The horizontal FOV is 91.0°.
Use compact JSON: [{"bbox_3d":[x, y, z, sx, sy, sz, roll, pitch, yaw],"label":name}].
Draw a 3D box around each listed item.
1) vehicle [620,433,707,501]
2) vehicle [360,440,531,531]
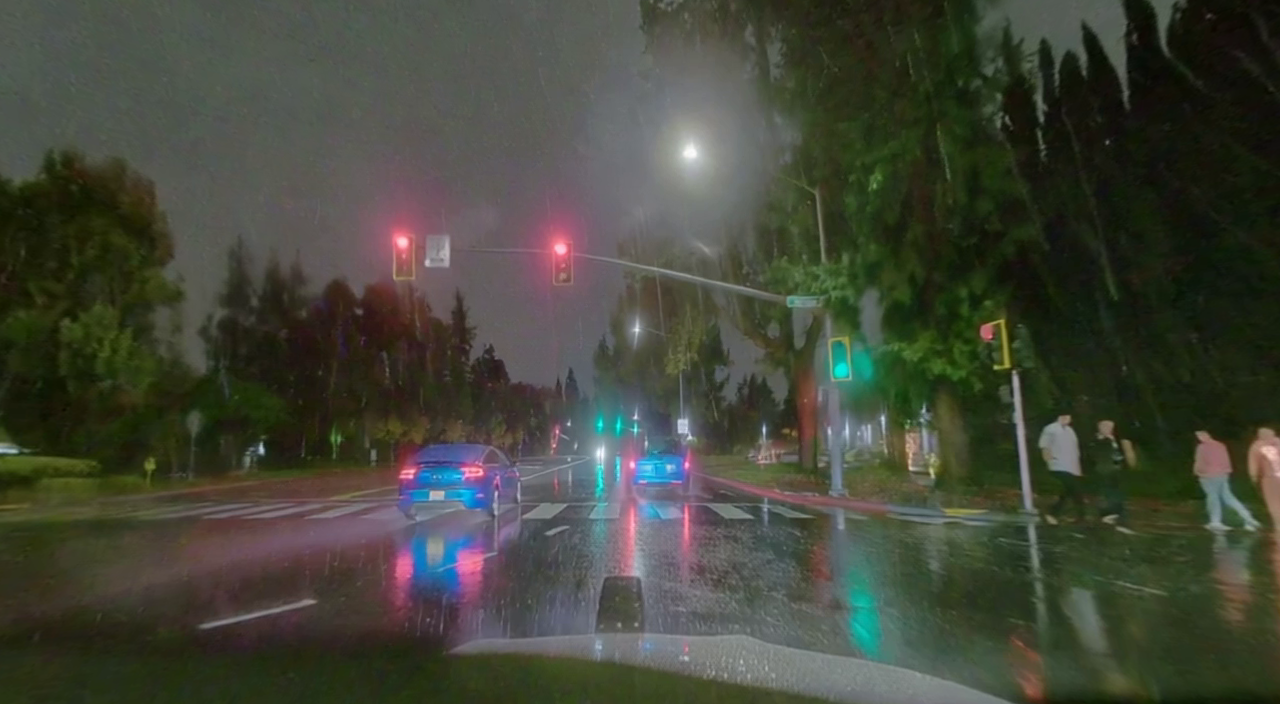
[{"bbox_3d":[0.563,3.417,19.165,2.215,1.799,4.426,0,-8,-3],"label":"vehicle"},{"bbox_3d":[-3.506,2.468,12.270,2.036,1.447,4.044,0,-8,0],"label":"vehicle"}]
